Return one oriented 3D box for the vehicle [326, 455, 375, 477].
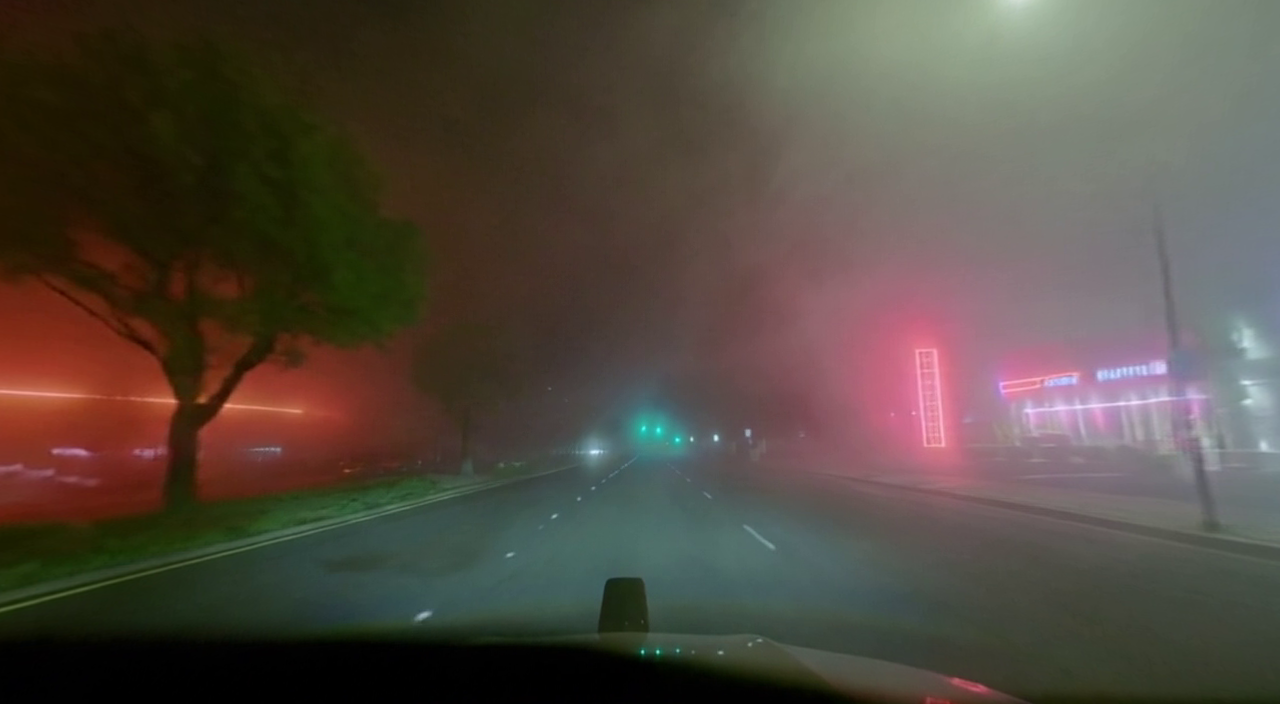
[{"bbox_3d":[-21.875,8.592,47.803,1.883,1.546,3.930,0,-8,-1],"label":"vehicle"}]
